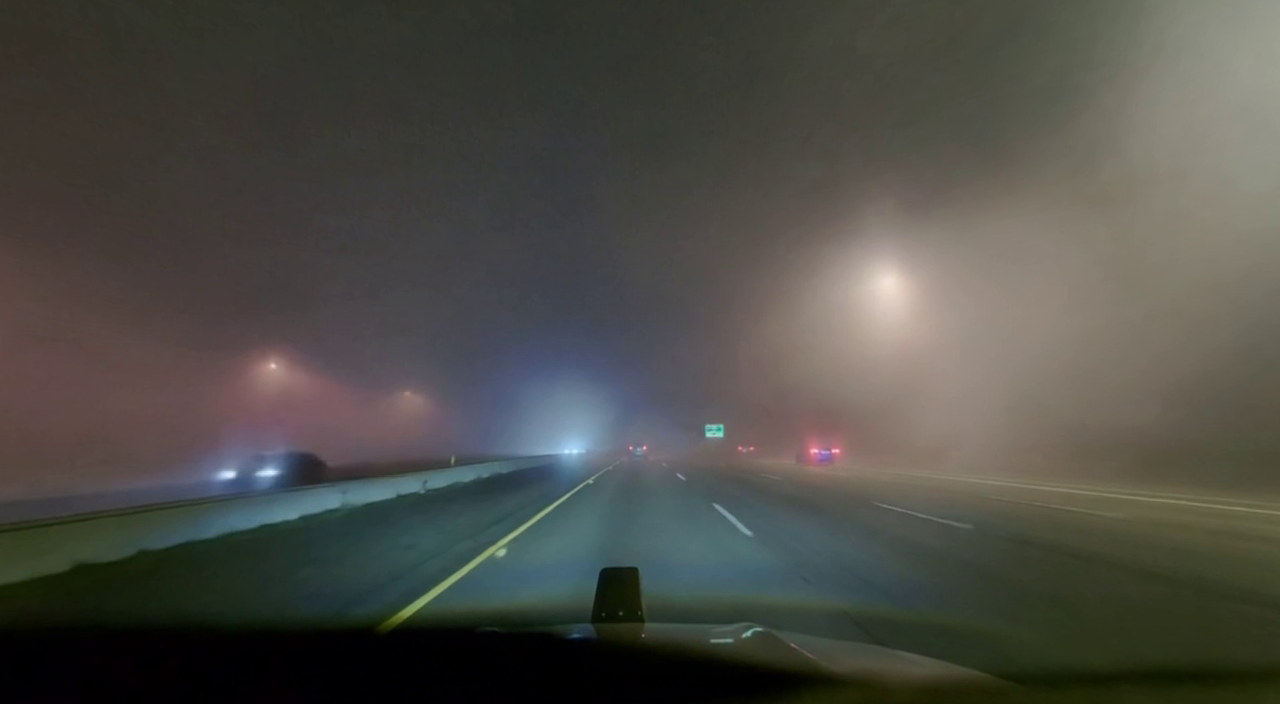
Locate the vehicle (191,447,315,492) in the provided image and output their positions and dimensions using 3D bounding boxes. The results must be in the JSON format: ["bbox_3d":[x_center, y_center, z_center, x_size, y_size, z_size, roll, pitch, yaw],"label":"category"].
[{"bbox_3d":[-13.969,4.219,23.135,1.981,1.425,4.147,1,-8,-1],"label":"vehicle"}]

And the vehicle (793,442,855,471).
[{"bbox_3d":[10.637,6.070,36.954,2.024,1.481,4.747,1,-8,-2],"label":"vehicle"}]
